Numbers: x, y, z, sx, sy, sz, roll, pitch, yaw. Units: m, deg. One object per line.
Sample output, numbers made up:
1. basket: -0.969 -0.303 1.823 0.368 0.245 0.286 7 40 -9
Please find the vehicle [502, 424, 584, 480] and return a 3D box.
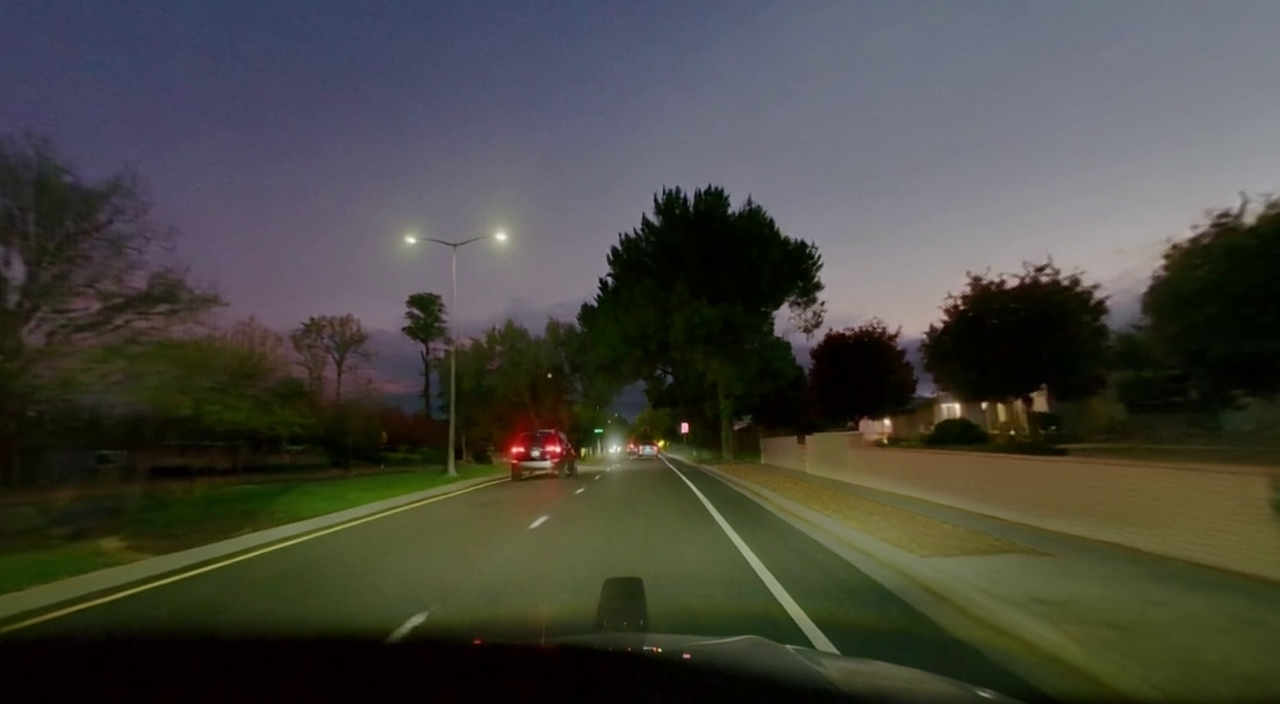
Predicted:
1. vehicle: -3.260 3.471 22.217 2.073 1.770 4.302 0 -8 2
